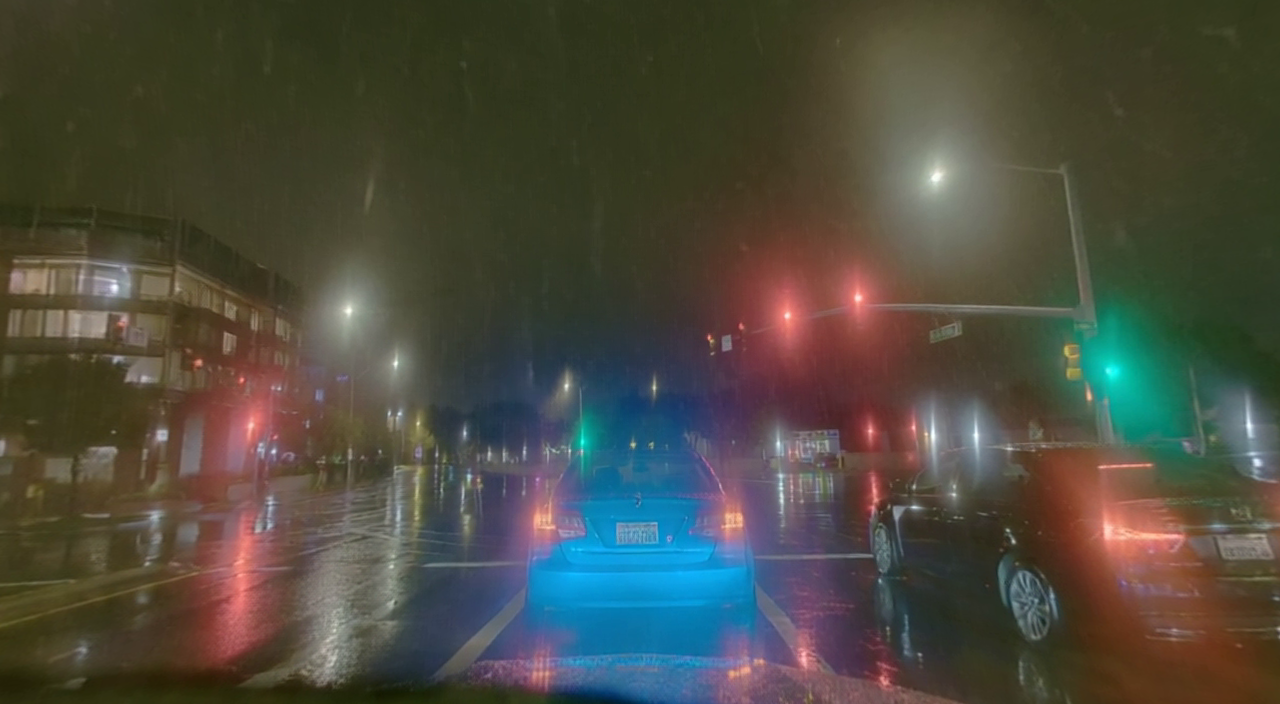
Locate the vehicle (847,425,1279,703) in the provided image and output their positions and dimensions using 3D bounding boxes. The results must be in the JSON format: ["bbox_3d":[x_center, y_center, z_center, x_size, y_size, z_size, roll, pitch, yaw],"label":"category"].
[{"bbox_3d":[3.348,1.376,5.093,1.860,1.430,4.089,0,-8,-1],"label":"vehicle"}]

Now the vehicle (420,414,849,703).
[{"bbox_3d":[-0.065,1.353,5.194,2.094,1.481,4.078,0,-8,-1],"label":"vehicle"}]
